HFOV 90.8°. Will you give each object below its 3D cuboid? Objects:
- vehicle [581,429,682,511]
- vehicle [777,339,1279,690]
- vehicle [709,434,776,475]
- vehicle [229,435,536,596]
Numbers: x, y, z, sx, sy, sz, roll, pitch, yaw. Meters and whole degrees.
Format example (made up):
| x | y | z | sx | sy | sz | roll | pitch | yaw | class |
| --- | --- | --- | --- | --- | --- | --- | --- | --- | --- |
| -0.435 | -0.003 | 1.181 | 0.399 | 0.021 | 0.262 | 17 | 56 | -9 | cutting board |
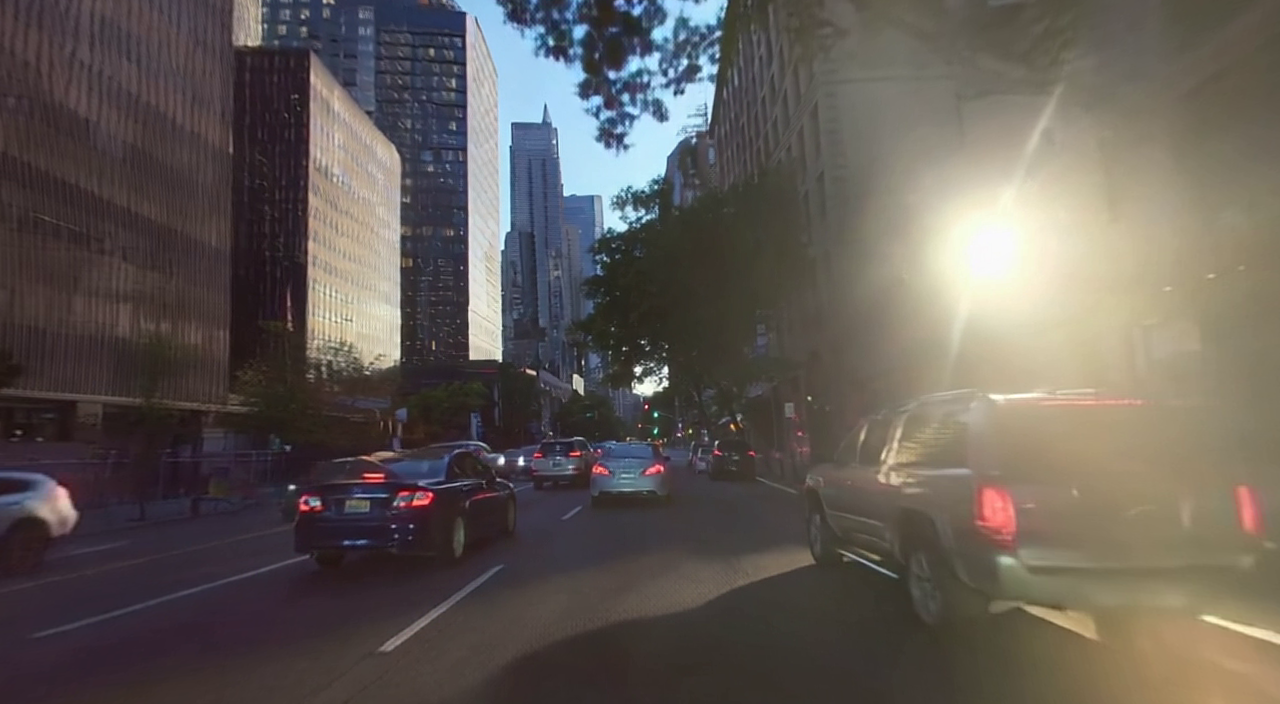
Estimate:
| x | y | z | sx | sy | sz | roll | pitch | yaw | class |
| --- | --- | --- | --- | --- | --- | --- | --- | --- | --- |
| -0.091 | 2.700 | 14.983 | 2.076 | 1.667 | 3.948 | 0 | -8 | 2 | vehicle |
| 2.989 | 1.225 | 5.987 | 2.352 | 1.953 | 4.798 | 0 | -8 | 1 | vehicle |
| 3.967 | 4.006 | 25.116 | 2.065 | 1.461 | 4.181 | 0 | -7 | 1 | vehicle |
| -2.788 | 1.838 | 8.162 | 1.940 | 1.481 | 4.376 | 0 | -8 | 3 | vehicle |
